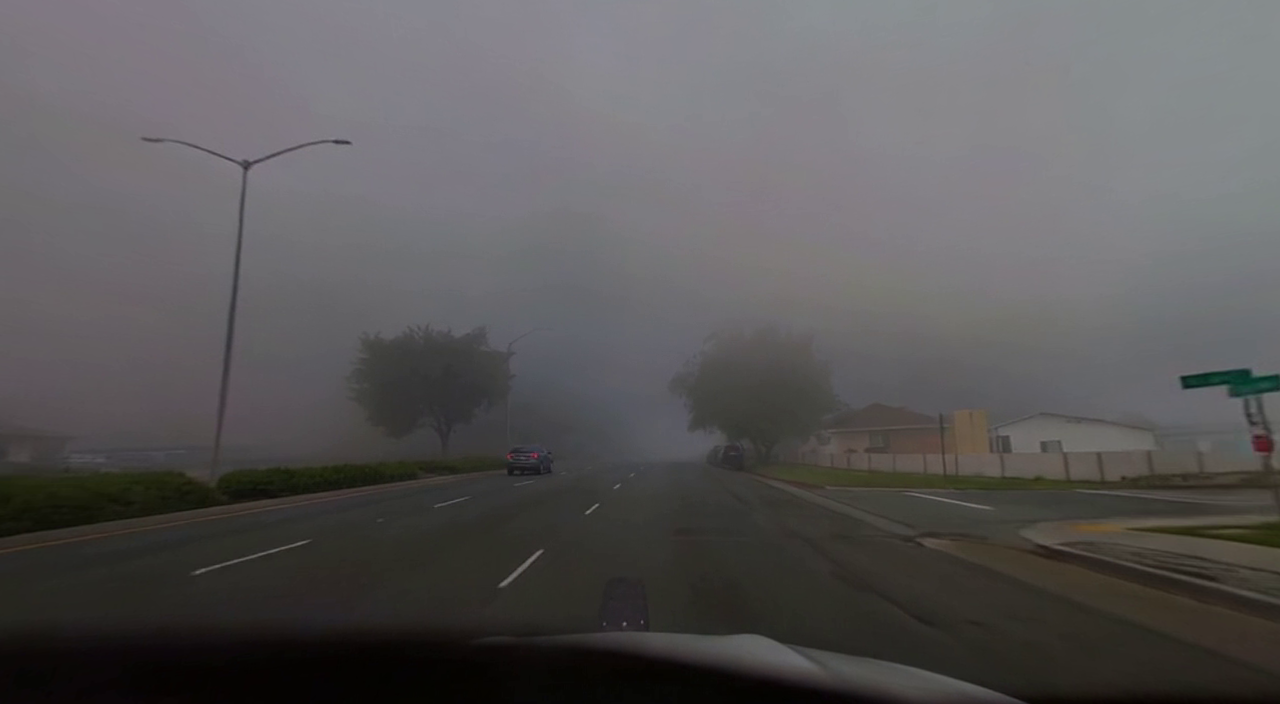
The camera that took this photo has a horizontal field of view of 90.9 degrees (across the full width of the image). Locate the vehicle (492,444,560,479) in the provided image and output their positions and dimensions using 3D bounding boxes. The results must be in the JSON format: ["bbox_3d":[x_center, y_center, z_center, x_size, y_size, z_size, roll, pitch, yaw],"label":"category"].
[{"bbox_3d":[-5.127,4.979,29.081,2.060,1.473,4.645,0,-8,3],"label":"vehicle"}]

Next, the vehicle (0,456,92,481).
[{"bbox_3d":[-36.535,7.040,38.081,4.690,1.435,1.908,2,-10,-8],"label":"vehicle"}]

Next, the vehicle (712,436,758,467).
[{"bbox_3d":[6.646,7.059,44.961,2.695,2.013,6.661,-1,-8,4],"label":"vehicle"}]

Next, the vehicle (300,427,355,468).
[{"bbox_3d":[-22.503,6.910,45.678,2.421,2.746,5.968,2,-9,-16],"label":"vehicle"}]
